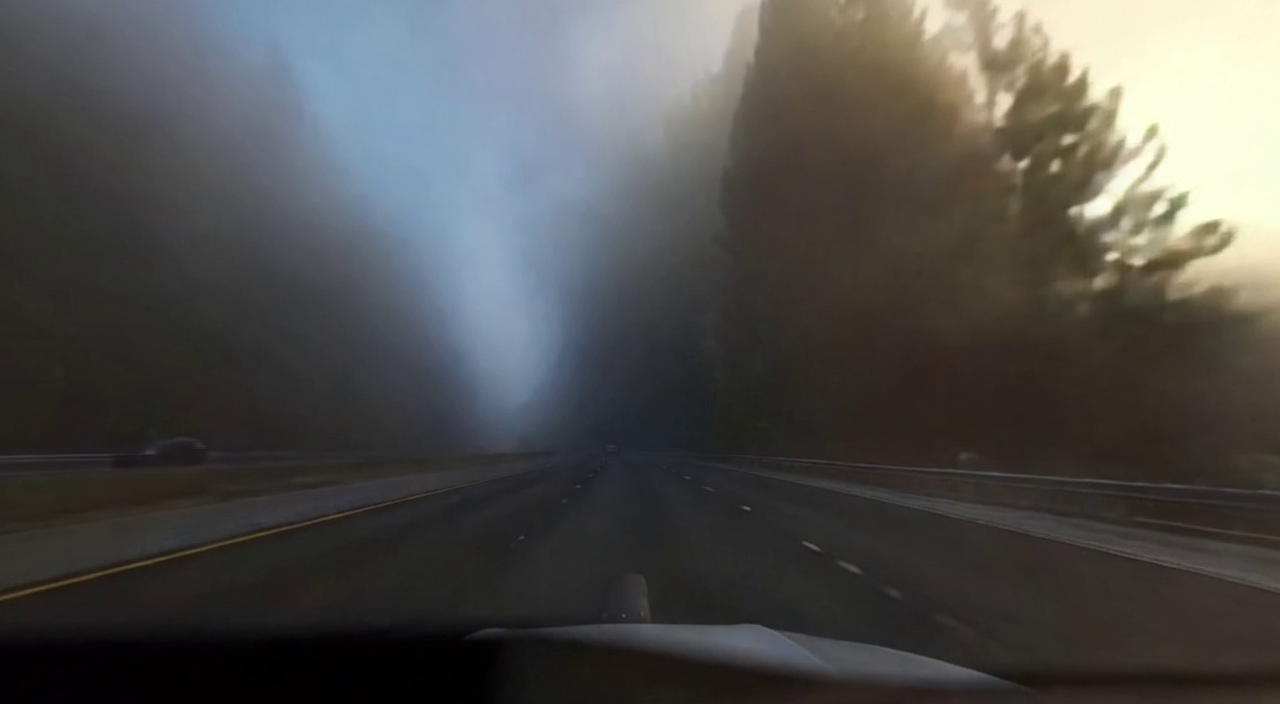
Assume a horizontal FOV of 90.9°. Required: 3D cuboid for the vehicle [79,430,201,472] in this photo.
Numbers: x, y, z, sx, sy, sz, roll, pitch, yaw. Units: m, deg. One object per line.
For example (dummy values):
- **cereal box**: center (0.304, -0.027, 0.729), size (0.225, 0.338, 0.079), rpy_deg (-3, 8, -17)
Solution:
- **vehicle**: center (-22.517, 4.507, 28.638), size (2.045, 1.726, 4.284), rpy_deg (0, -9, -2)
